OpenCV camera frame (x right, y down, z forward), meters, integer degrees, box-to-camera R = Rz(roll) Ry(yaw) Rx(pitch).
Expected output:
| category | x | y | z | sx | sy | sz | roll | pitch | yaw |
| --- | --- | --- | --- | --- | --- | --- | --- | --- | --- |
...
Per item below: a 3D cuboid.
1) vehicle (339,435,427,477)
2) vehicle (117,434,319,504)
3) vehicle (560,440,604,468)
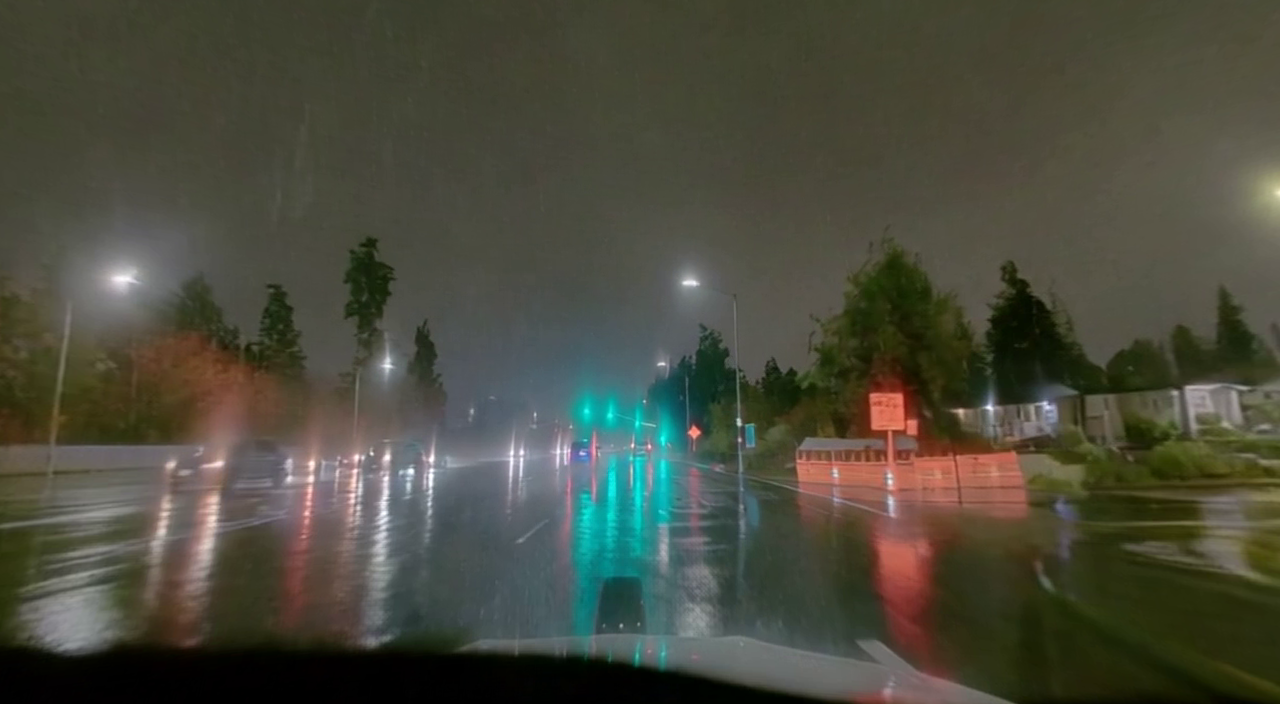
| category | x | y | z | sx | sy | sz | roll | pitch | yaw |
| --- | --- | --- | --- | --- | --- | --- | --- | --- | --- |
| vehicle | -11.126 | 4.532 | 27.600 | 2.014 | 1.674 | 4.337 | 0 | -8 | 0 |
| vehicle | -10.610 | 2.953 | 16.421 | 2.009 | 1.541 | 4.753 | 0 | -8 | -1 |
| vehicle | -3.617 | 6.451 | 40.133 | 2.198 | 1.663 | 4.519 | 0 | -8 | 2 |
